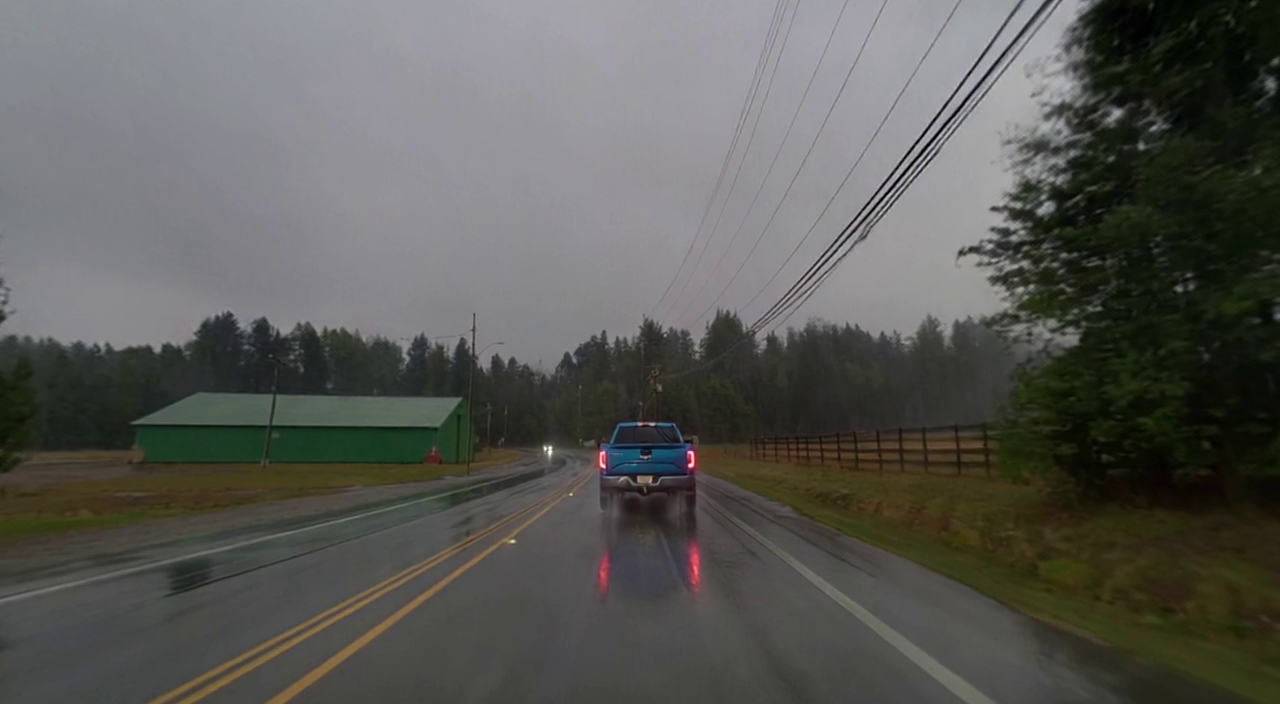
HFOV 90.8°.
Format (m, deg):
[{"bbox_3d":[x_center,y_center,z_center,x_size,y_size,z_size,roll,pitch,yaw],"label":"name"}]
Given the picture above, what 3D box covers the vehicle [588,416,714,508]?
[{"bbox_3d":[0.146,2.817,16.712,2.693,1.941,6.356,0,-8,-2],"label":"vehicle"}]
